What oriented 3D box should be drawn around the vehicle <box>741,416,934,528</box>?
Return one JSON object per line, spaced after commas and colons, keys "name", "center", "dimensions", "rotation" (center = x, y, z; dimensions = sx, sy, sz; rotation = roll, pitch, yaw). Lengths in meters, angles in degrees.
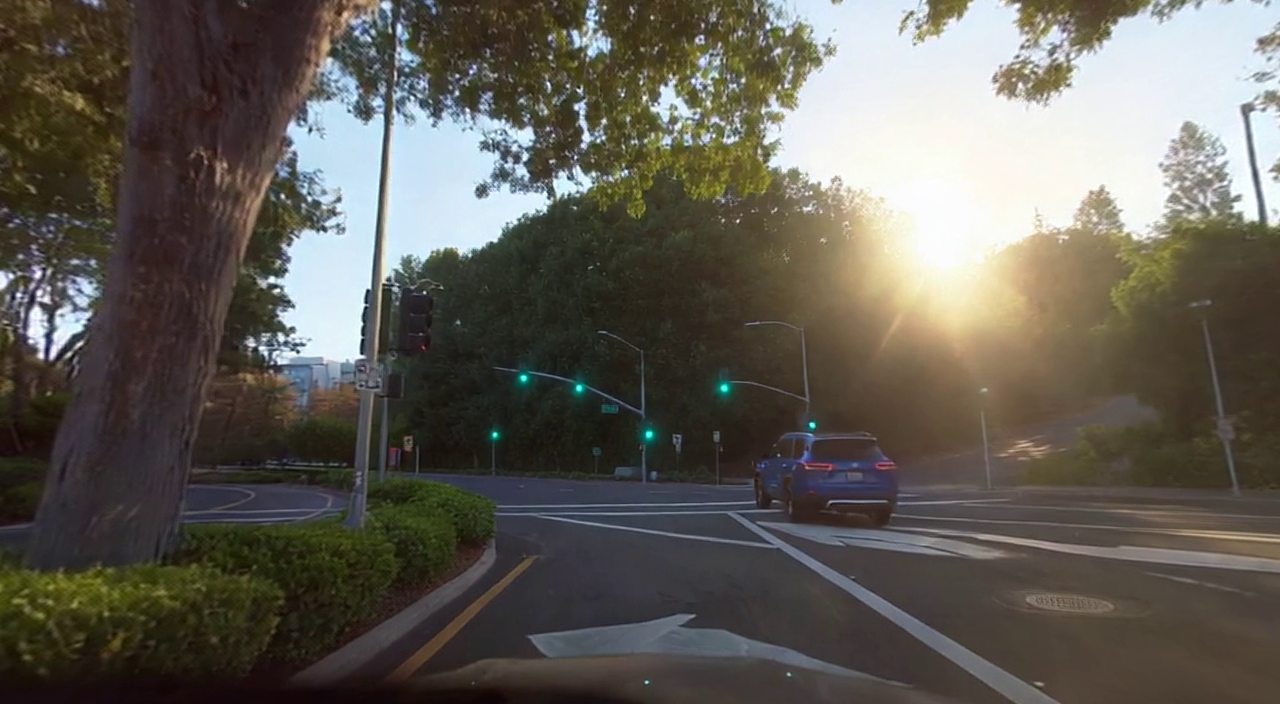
{"name": "vehicle", "center": [3.614, 2.323, 12.772], "dimensions": [2.284, 1.788, 4.871], "rotation": [0, -9, -1]}
